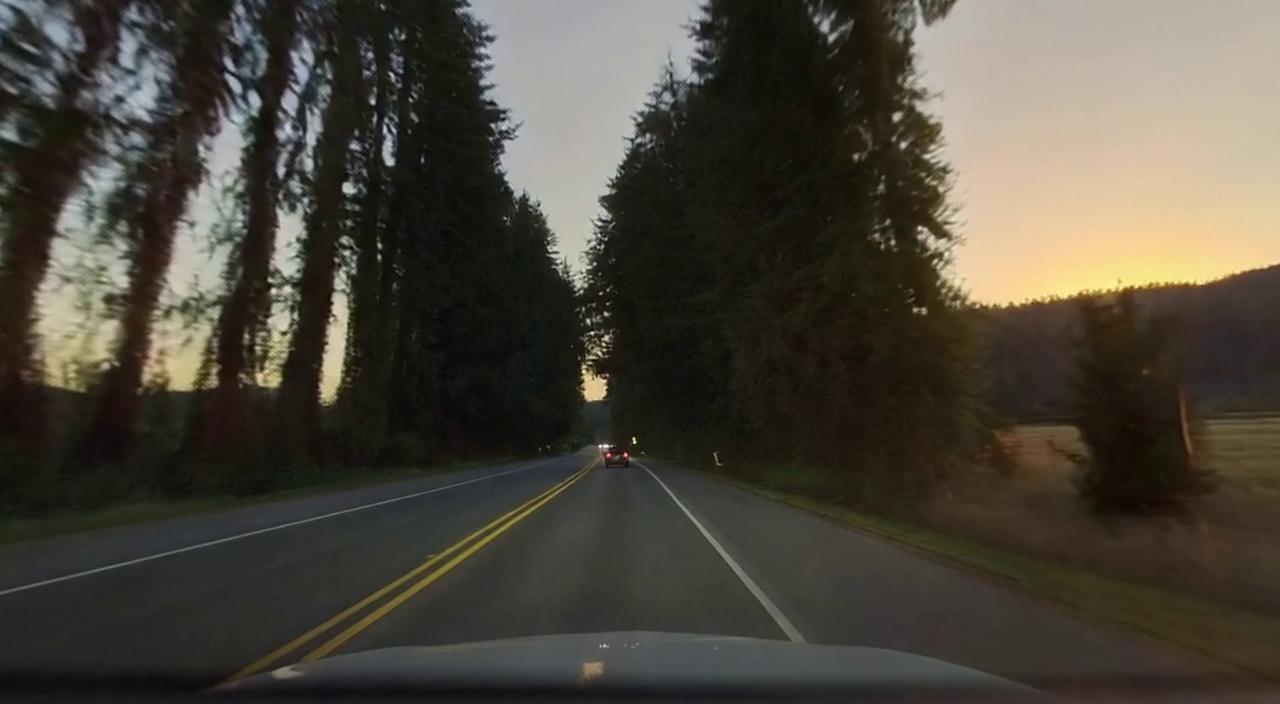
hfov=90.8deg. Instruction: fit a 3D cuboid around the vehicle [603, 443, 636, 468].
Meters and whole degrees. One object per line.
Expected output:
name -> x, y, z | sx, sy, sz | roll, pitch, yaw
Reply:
vehicle -> -1.356, 6.763, 41.432 | 2.042, 1.489, 3.963 | 0, -8, -2
